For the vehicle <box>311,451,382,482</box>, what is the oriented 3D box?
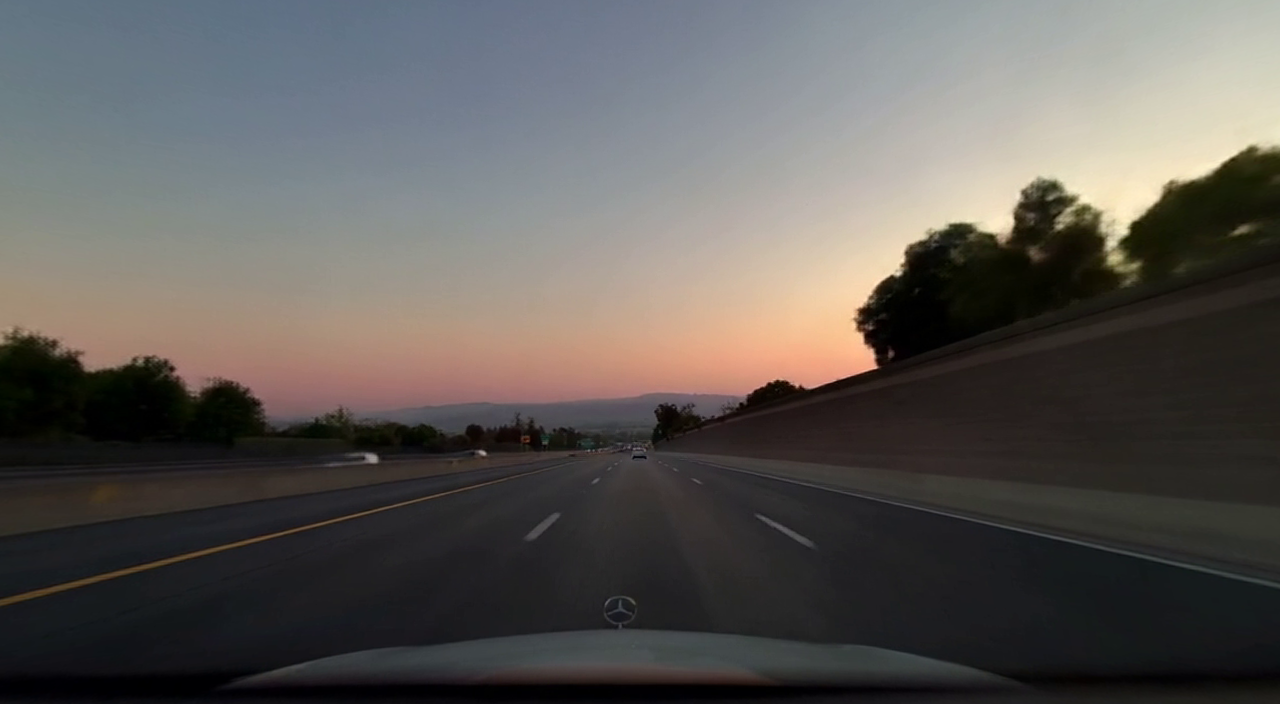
[{"bbox_3d":[-16.316,6.359,35.083,1.873,1.572,4.257,-1,-9,1],"label":"vehicle"}]
